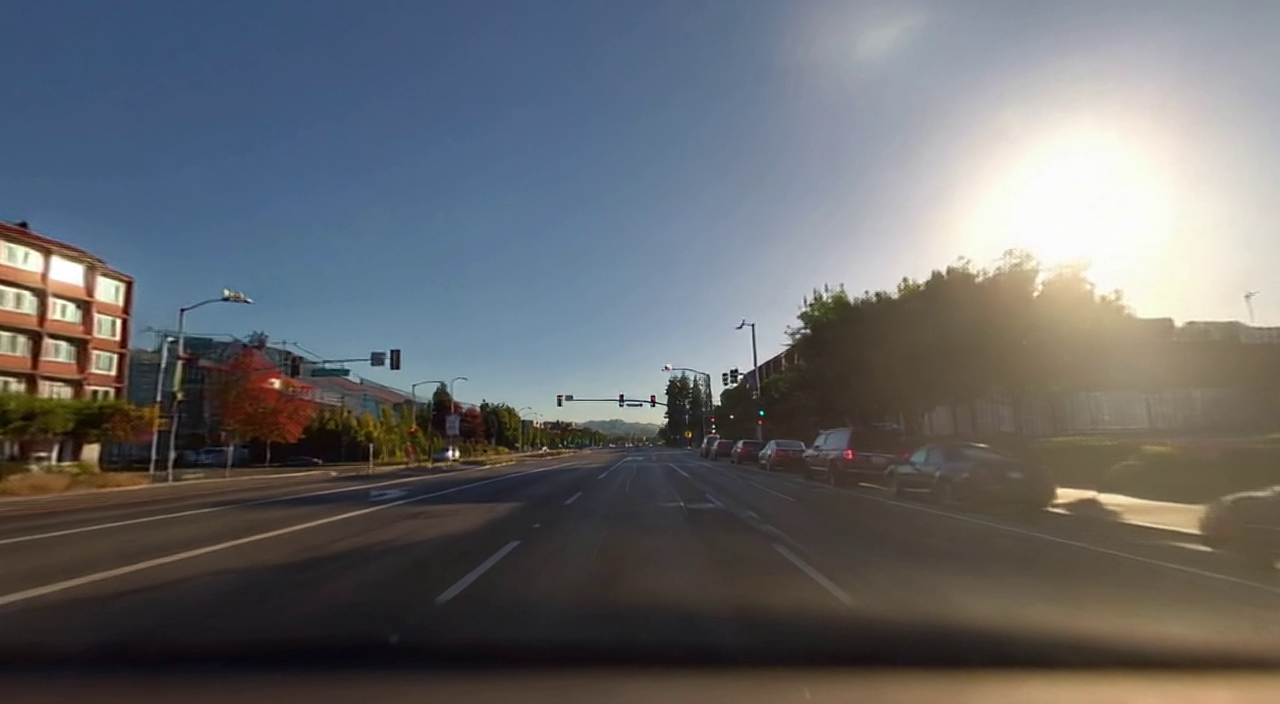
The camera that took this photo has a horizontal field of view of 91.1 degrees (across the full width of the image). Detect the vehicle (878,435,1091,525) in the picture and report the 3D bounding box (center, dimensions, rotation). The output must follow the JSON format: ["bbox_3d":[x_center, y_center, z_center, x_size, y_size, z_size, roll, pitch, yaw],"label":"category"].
[{"bbox_3d":[6.733,2.521,12.991,1.863,1.512,4.525,0,-9,1],"label":"vehicle"}]

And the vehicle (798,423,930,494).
[{"bbox_3d":[6.657,3.238,19.401,2.169,1.876,4.931,0,-9,-1],"label":"vehicle"}]

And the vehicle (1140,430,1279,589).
[{"bbox_3d":[6.913,1.377,5.242,1.864,1.466,4.352,0,-9,0],"label":"vehicle"}]

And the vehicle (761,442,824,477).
[{"bbox_3d":[7.000,4.936,29.210,1.880,1.483,4.510,0,-9,1],"label":"vehicle"}]
